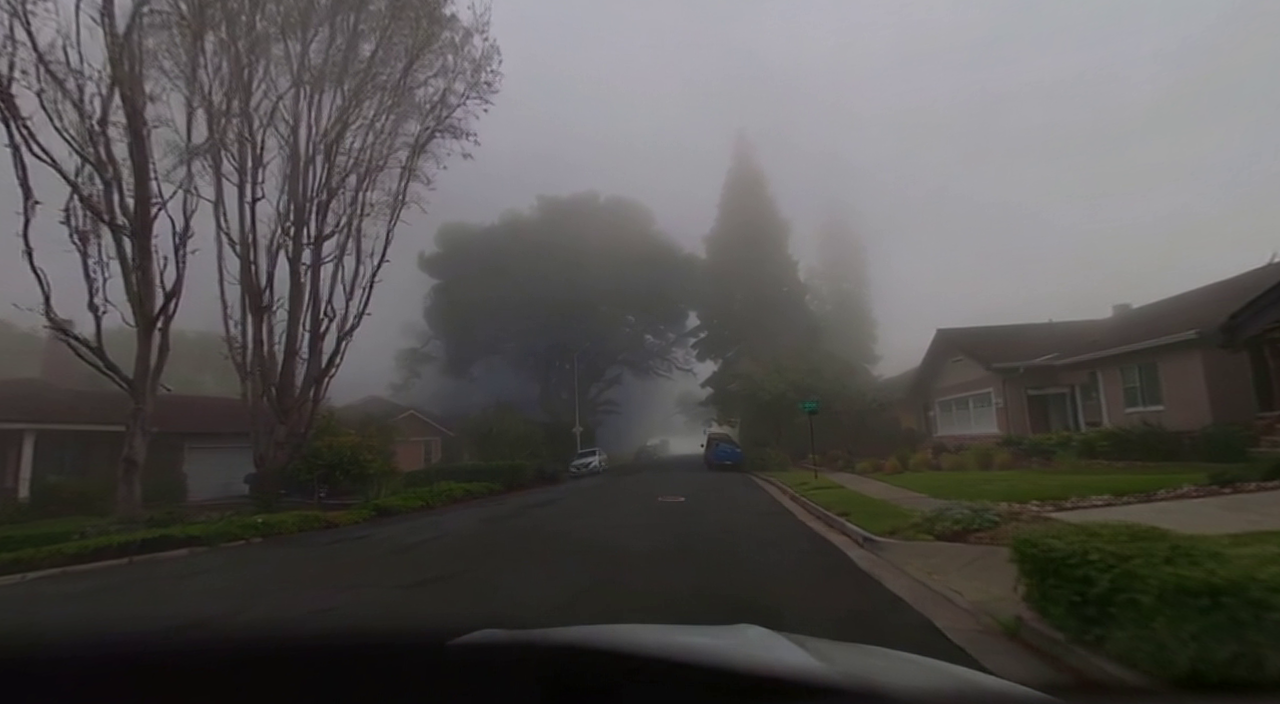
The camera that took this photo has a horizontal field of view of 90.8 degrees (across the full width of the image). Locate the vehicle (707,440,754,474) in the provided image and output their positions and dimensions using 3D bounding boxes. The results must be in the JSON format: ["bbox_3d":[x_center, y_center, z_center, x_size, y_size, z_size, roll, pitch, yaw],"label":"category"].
[{"bbox_3d":[4.330,5.102,30.887,2.005,1.553,3.984,0,-9,4],"label":"vehicle"}]

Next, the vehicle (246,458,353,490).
[{"bbox_3d":[-17.258,6.200,32.122,4.404,1.495,1.844,-1,-9,7],"label":"vehicle"}]

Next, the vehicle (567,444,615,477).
[{"bbox_3d":[-3.159,7.107,41.599,2.208,1.834,4.675,-5,-9,5],"label":"vehicle"}]
